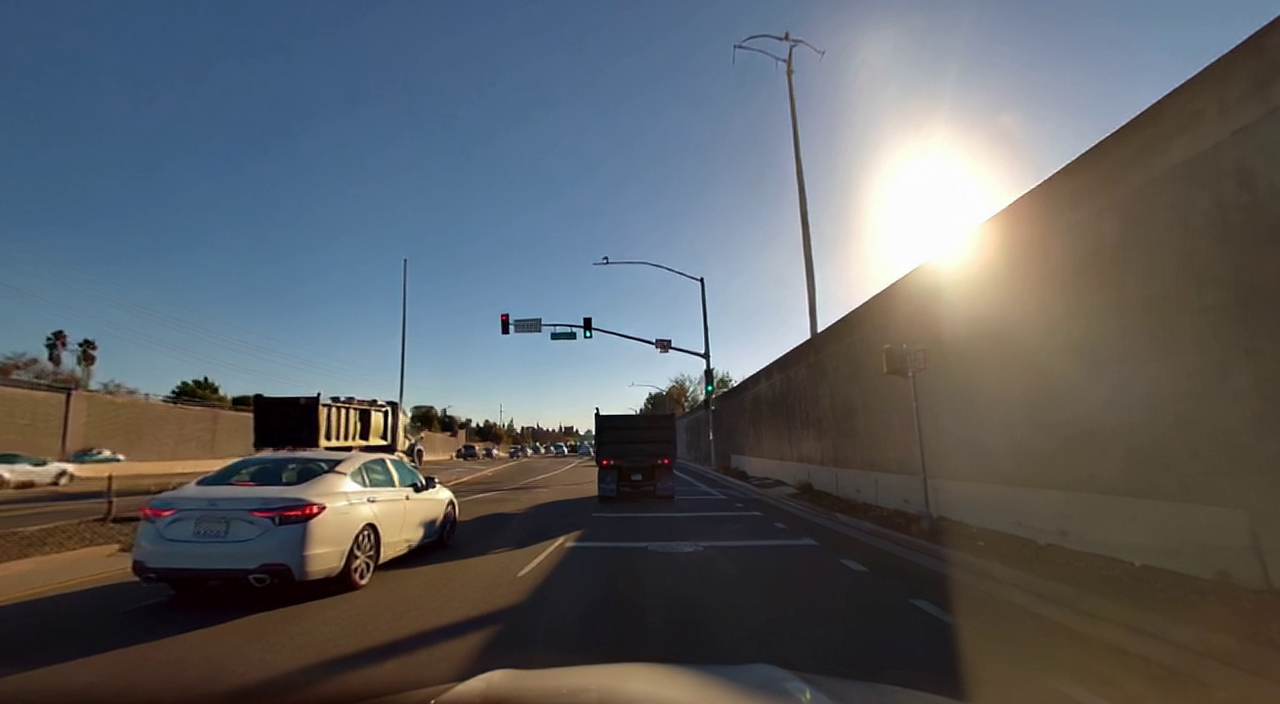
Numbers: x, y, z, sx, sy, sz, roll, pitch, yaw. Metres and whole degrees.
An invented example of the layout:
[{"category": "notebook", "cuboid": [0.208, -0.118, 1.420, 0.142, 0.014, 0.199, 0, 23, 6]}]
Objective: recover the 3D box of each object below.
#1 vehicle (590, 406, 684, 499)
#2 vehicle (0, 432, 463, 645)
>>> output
[{"category": "vehicle", "cuboid": [-0.101, 2.912, 18.553, 2.355, 2.305, 5.336, 0, -8, -1]}, {"category": "vehicle", "cuboid": [-3.753, 1.695, 7.009, 2.019, 1.480, 4.966, 0, -8, 1]}]
